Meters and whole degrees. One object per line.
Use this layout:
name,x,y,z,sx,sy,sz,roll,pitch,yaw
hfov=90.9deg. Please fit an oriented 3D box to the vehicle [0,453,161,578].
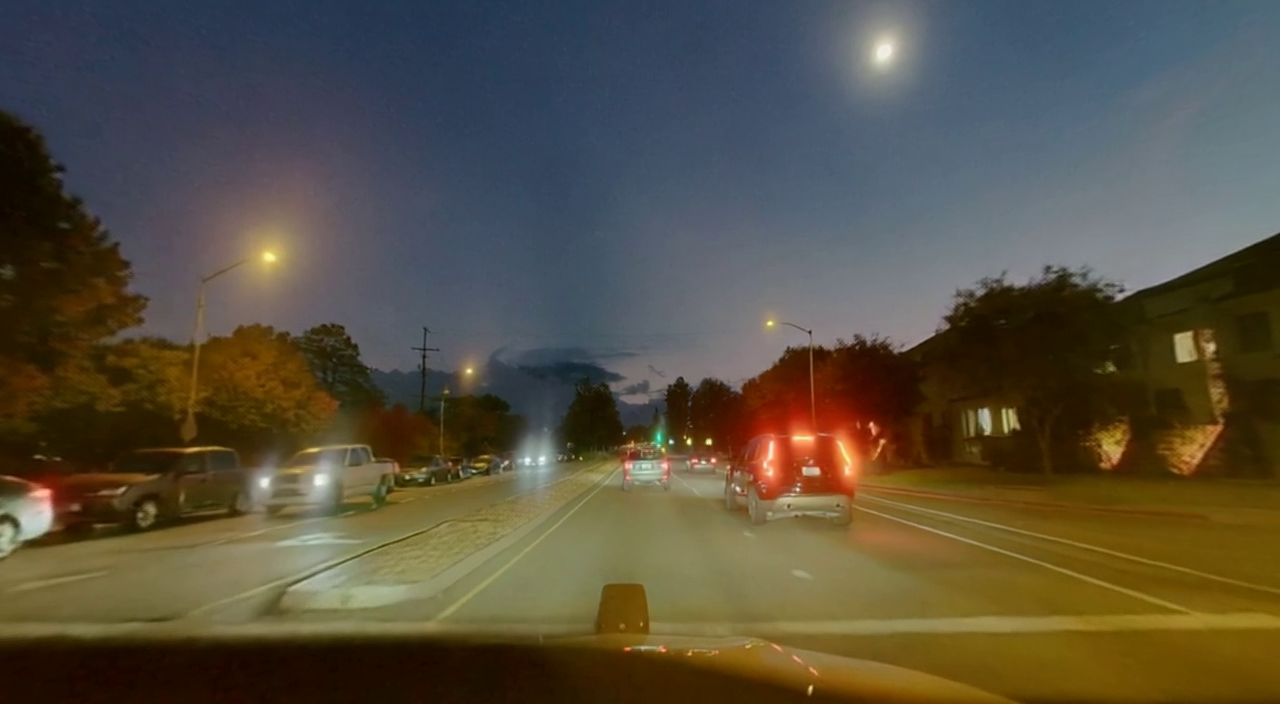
vehicle,-8.492,1.930,7.383,2.083,1.420,4.702,0,-9,0

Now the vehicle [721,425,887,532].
vehicle,3.083,2.507,13.025,2.166,1.799,4.372,0,-9,-1

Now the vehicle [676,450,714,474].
vehicle,3.638,7.380,42.616,2.096,1.489,4.757,0,-9,0

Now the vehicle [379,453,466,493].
vehicle,-8.779,4.913,25.890,1.923,1.433,4.450,-1,-9,1

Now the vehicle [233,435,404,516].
vehicle,-8.734,3.377,17.799,2.182,1.939,4.889,0,-9,1

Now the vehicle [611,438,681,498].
vehicle,0.184,3.977,21.990,2.185,1.822,4.391,0,-9,0
